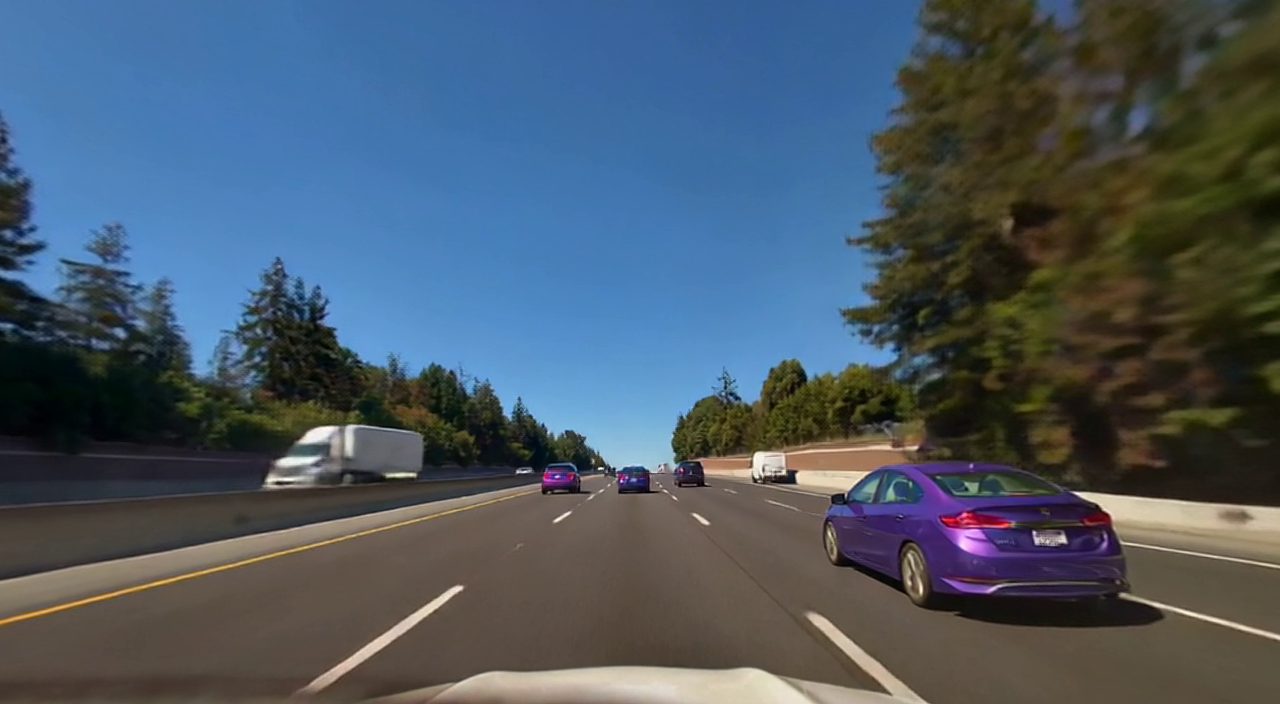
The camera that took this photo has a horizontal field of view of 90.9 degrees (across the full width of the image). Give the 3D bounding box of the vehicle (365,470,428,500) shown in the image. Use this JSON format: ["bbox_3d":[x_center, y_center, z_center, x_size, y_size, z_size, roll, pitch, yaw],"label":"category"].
[{"bbox_3d":[-12.328,6.750,32.175,1.667,1.424,3.762,1,-10,0],"label":"vehicle"}]

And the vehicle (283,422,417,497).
[{"bbox_3d":[-16.230,6.261,36.383,2.875,3.702,9.671,0,-10,1],"label":"vehicle"}]

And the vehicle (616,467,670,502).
[{"bbox_3d":[0.142,5.877,28.259,2.241,1.425,3.973,0,-10,0],"label":"vehicle"}]

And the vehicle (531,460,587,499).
[{"bbox_3d":[-3.816,6.125,30.471,2.021,1.706,4.247,0,-10,1],"label":"vehicle"}]

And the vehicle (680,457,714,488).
[{"bbox_3d":[4.138,8.832,46.338,2.030,2.172,3.621,1,-10,-1],"label":"vehicle"}]

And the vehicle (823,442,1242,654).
[{"bbox_3d":[3.520,1.829,6.712,1.938,1.561,3.786,1,-10,-1],"label":"vehicle"}]
